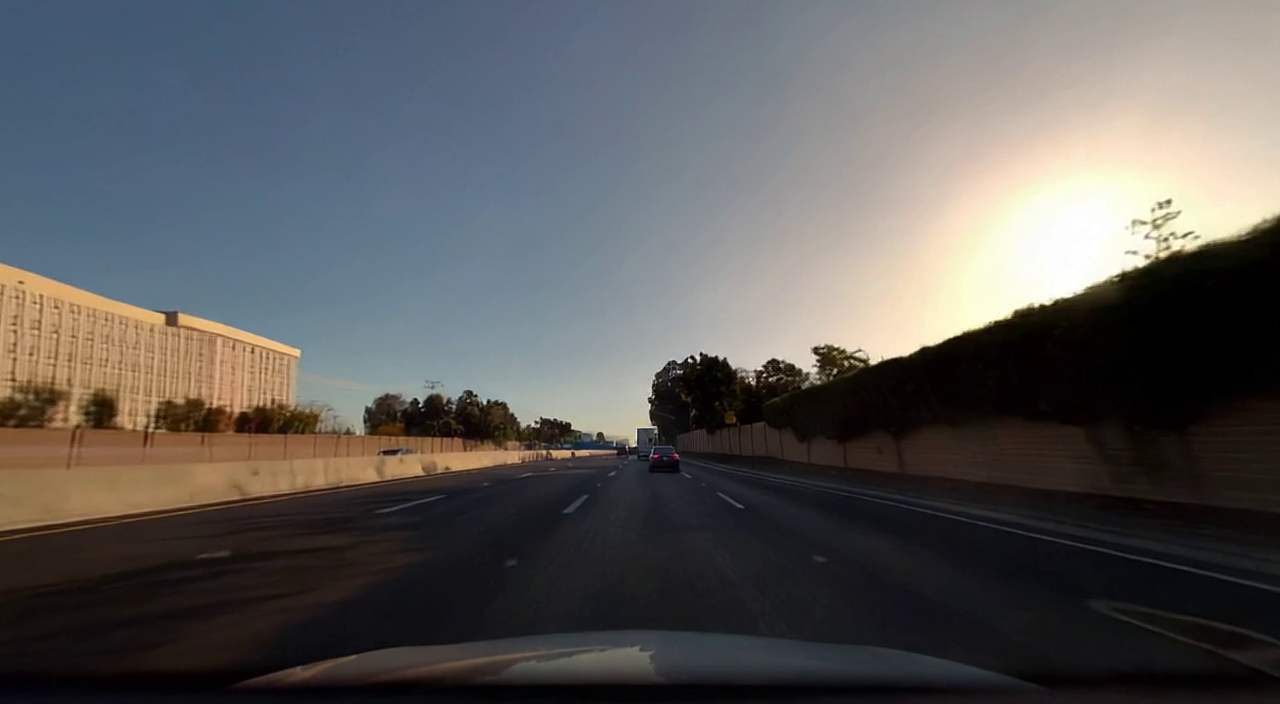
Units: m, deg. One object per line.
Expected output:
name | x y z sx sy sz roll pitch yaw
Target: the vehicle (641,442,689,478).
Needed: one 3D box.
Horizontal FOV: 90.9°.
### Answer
vehicle | 1.088 5.023 29.415 1.973 1.536 4.337 0 -9 -1
